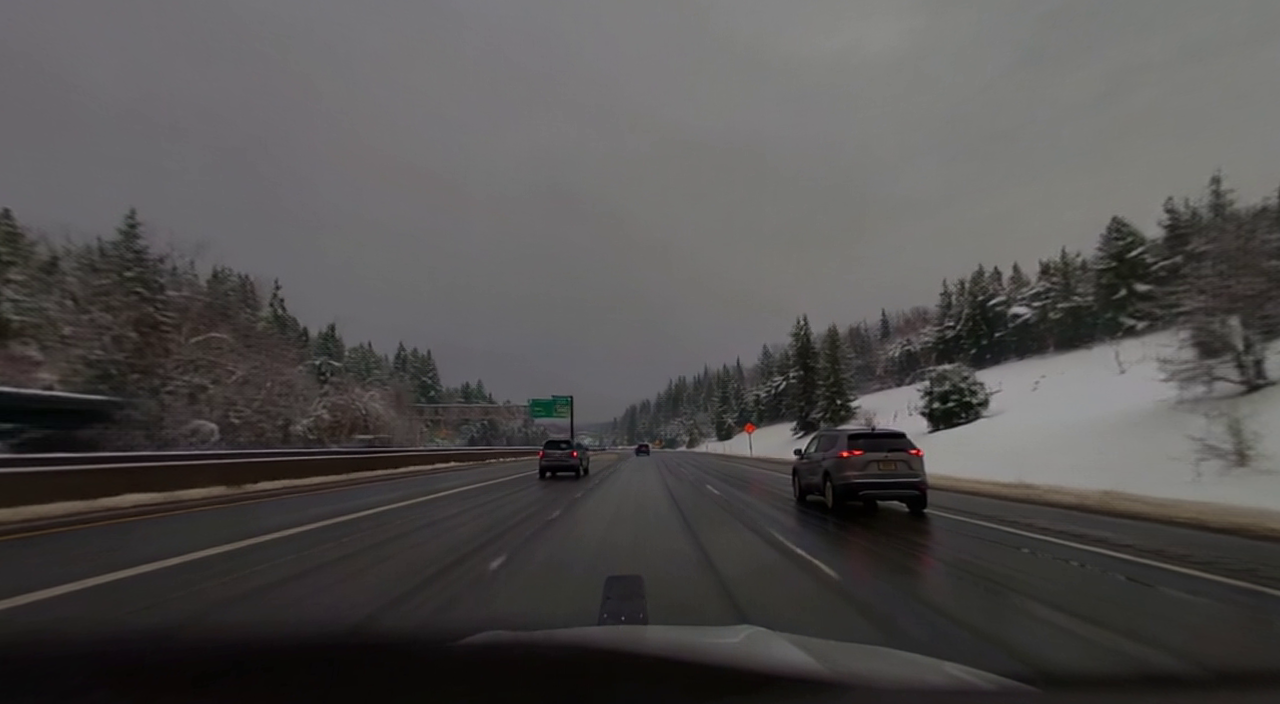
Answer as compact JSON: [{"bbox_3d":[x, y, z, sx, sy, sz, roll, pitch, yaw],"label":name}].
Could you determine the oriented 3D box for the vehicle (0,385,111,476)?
[{"bbox_3d":[-28.473,3.254,26.013,2.921,3.789,11.393,0,-8,2],"label":"vehicle"}]

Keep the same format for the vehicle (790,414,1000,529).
[{"bbox_3d":[4.568,2.222,12.203,2.149,1.796,4.487,0,-8,0],"label":"vehicle"}]

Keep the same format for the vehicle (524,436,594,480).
[{"bbox_3d":[-3.176,4.275,25.546,2.166,1.608,4.297,0,-8,1],"label":"vehicle"}]
